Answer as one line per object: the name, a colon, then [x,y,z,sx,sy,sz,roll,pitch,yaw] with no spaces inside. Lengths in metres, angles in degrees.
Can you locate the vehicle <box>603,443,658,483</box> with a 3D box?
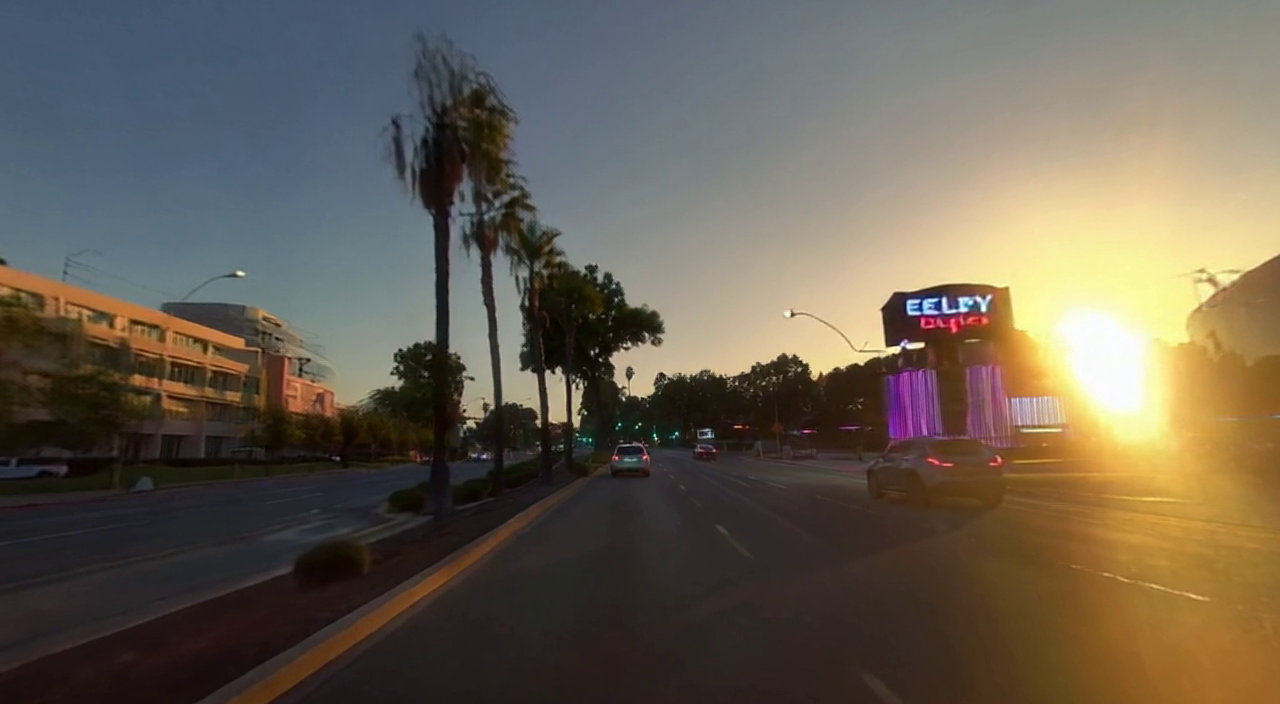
vehicle: [-0.353,4.267,24.541,1.970,1.402,3.756,0,-8,0]

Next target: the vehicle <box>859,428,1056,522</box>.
vehicle: [6.284,2.455,13.075,1.949,1.647,3.894,0,-8,-2]

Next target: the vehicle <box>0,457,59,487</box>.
vehicle: [-33.563,6.308,33.166,3.986,1.432,1.885,0,-8,0]
